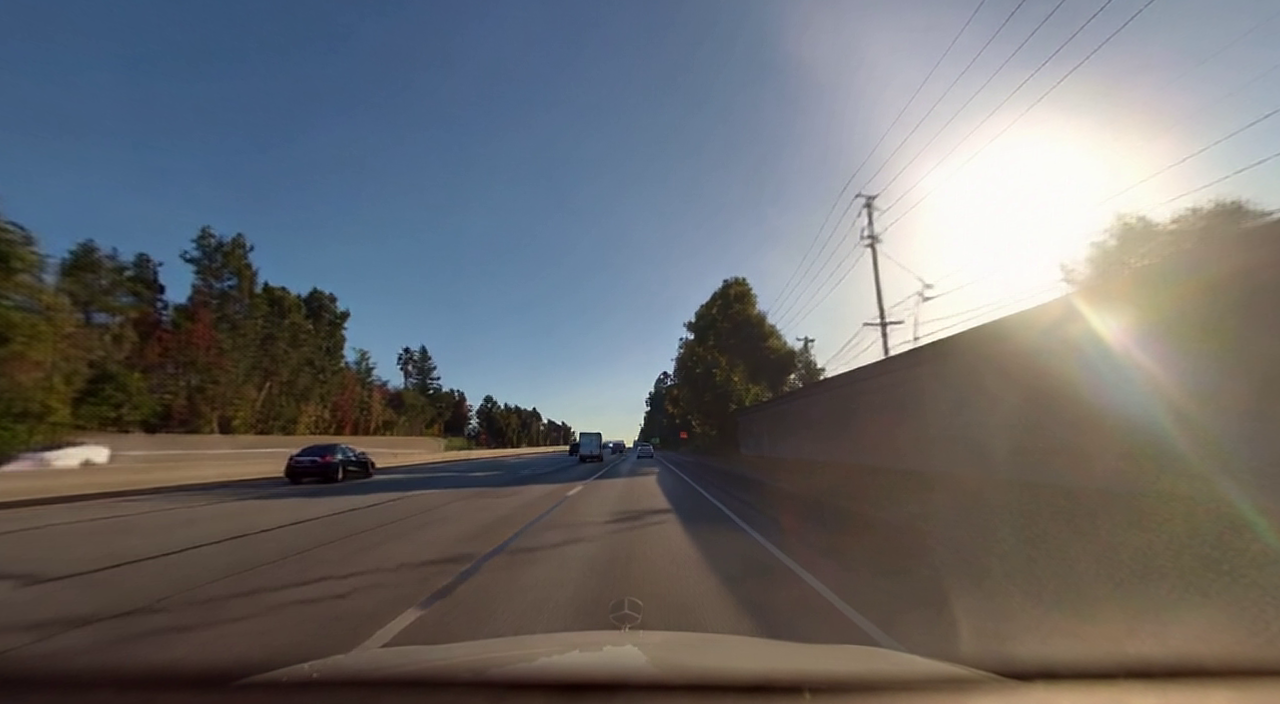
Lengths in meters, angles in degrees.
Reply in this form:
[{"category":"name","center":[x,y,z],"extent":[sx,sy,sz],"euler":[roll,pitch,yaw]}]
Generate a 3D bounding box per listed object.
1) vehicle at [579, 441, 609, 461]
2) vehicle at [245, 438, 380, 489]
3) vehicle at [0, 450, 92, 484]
[{"category":"vehicle","center":[-3.554,7.792,49.402],"extent":[2.046,1.478,4.111],"euler":[0,-8,0]},{"category":"vehicle","center":[-10.752,3.684,21.103],"extent":[1.955,1.496,4.732],"euler":[0,-8,1]},{"category":"vehicle","center":[-29.118,5.451,30.120],"extent":[1.766,1.434,4.277],"euler":[0,-8,1]}]
